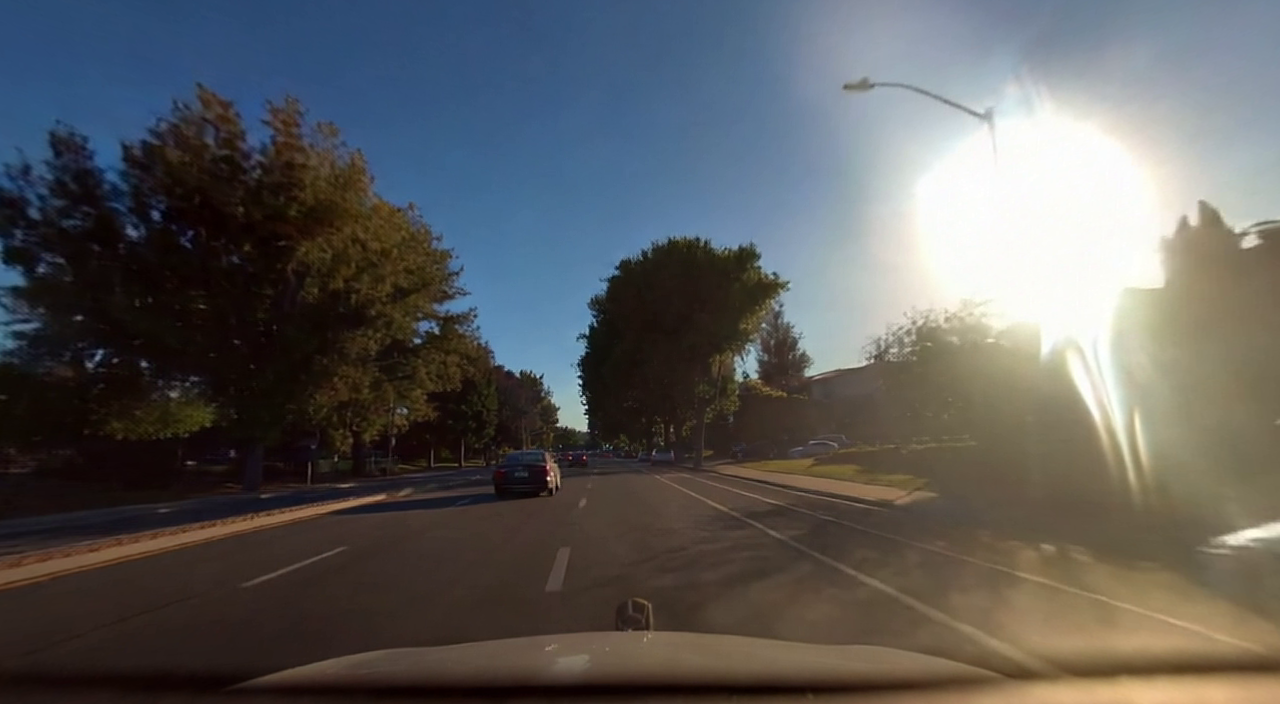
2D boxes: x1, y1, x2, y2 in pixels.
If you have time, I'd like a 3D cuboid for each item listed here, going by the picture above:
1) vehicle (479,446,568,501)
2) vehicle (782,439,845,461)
[{"bbox_3d":[-3.432,3.640,19.435,2.099,1.470,4.302,0,-8,-3],"label":"vehicle"},{"bbox_3d":[12.746,7.192,46.374,3.965,1.543,2.021,0,-8,-3],"label":"vehicle"}]
